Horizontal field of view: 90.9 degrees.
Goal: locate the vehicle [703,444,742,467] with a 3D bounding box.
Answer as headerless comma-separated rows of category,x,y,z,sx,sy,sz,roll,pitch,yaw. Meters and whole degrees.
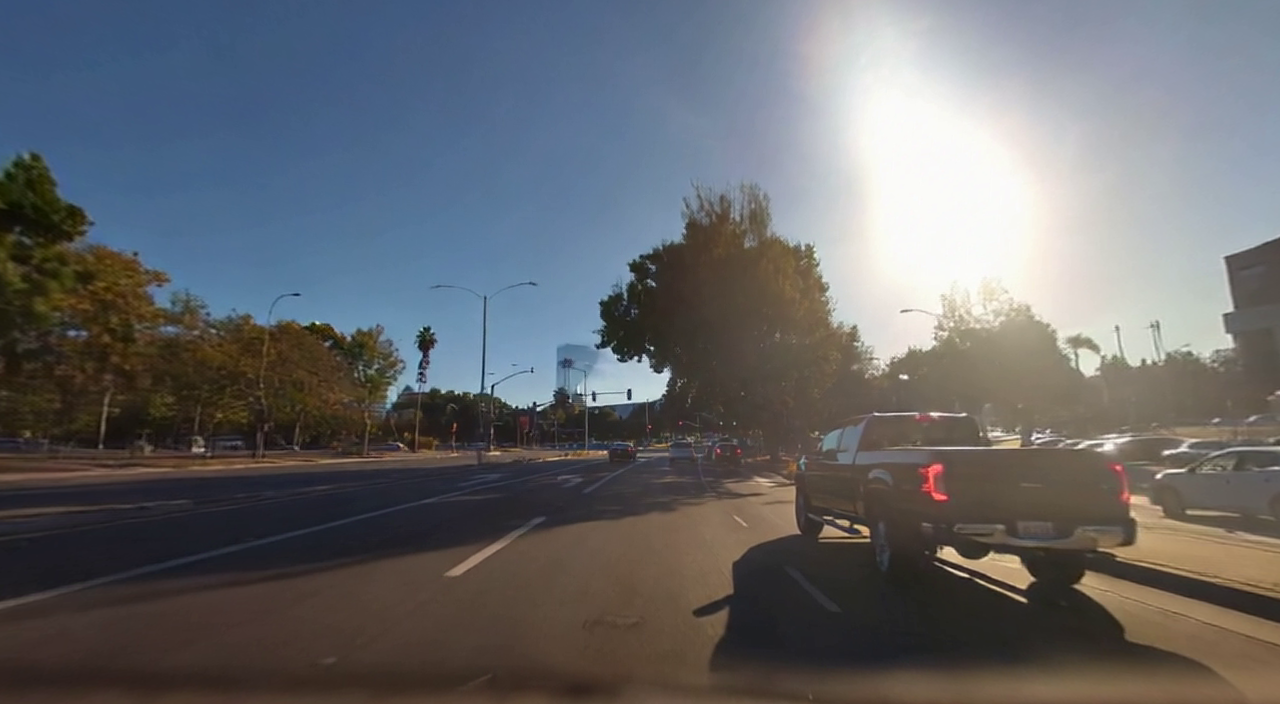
vehicle,5.789,7.352,44.939,2.292,1.563,4.734,-1,-9,2

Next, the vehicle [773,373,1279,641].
vehicle,3.311,1.451,7.120,2.333,1.777,5.713,0,-9,0

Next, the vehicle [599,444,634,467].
vehicle,-1.577,7.204,44.111,1.958,1.542,4.175,-1,-9,5
